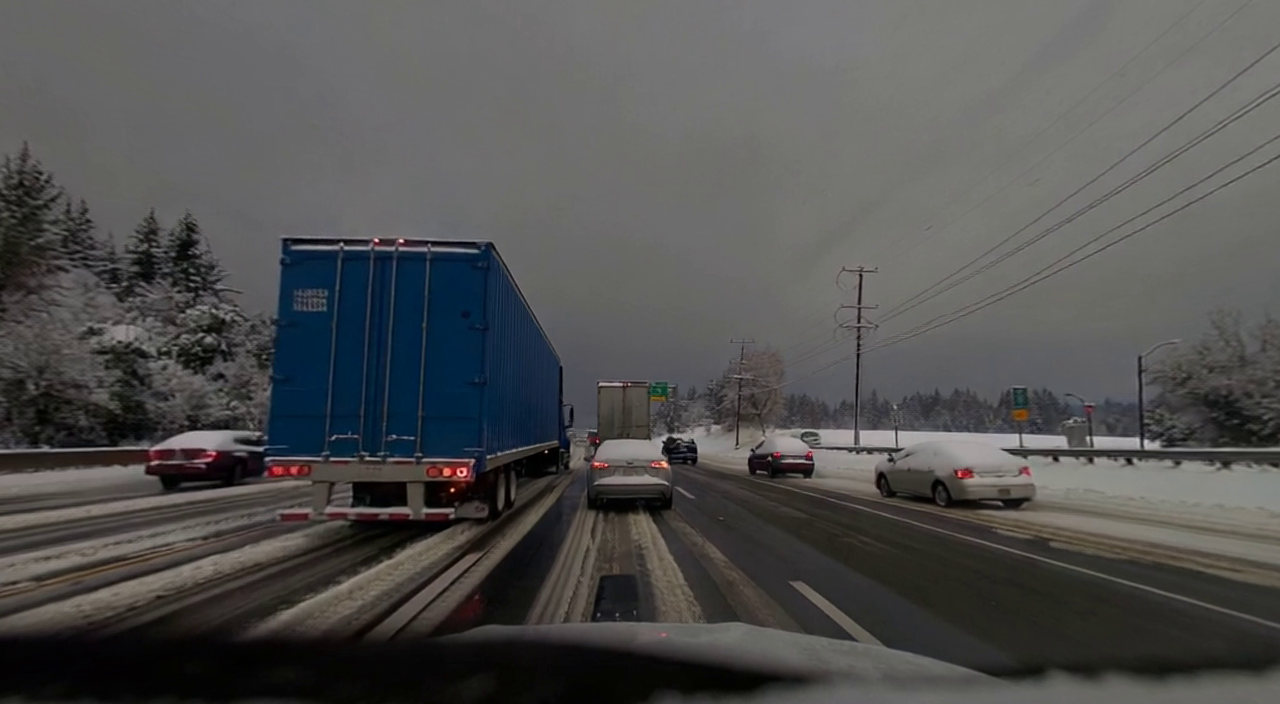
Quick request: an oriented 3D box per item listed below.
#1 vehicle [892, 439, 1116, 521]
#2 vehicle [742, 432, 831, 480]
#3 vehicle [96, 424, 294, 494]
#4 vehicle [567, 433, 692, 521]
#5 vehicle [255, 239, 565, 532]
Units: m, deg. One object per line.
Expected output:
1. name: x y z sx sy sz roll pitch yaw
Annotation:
1. vehicle: 7.182 2.541 13.106 1.878 1.406 4.164 1 -9 -6
2. vehicle: 5.522 3.973 24.359 2.023 1.676 4.002 1 -9 -7
3. vehicle: -12.129 2.969 17.786 2.148 1.678 4.851 0 -9 -2
4. vehicle: -0.253 2.430 12.767 2.112 1.463 4.012 0 -9 -2
5. vehicle: -4.340 1.774 18.153 3.150 4.298 17.928 0 -9 -3
